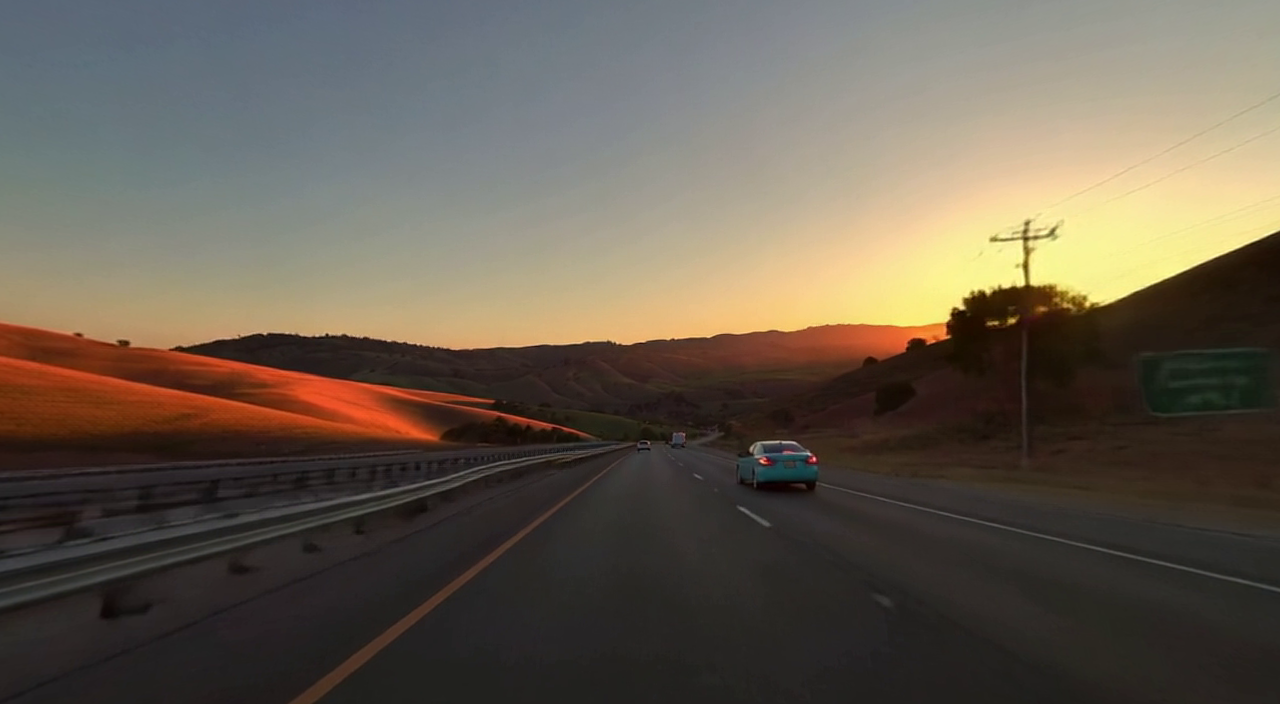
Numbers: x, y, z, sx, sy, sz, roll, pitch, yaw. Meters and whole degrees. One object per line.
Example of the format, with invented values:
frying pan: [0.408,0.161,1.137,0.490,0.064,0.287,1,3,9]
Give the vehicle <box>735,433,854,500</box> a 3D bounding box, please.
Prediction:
vehicle: [3.910,2.965,16.858,1.960,1.516,4.657,0,-8,0]
